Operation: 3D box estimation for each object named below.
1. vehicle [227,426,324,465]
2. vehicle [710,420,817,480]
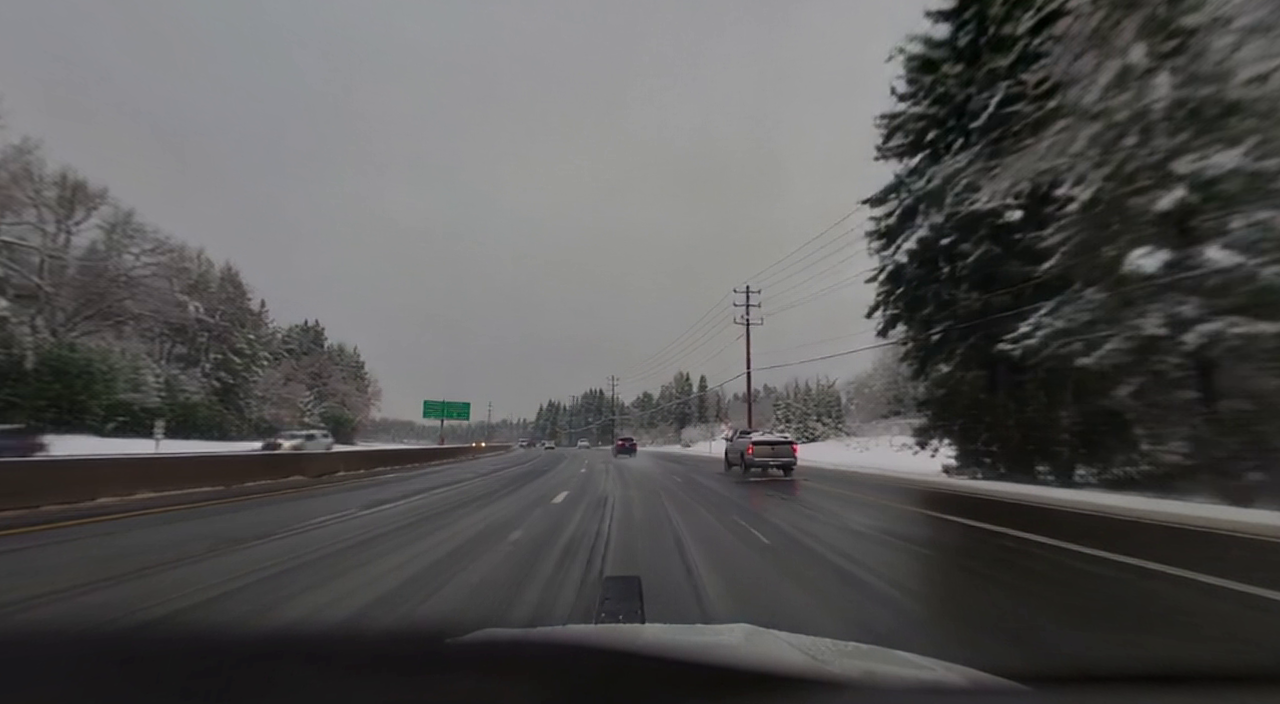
[{"bbox_3d":[-19.172,4.959,33.574,2.184,1.870,5.387,1,-8,-4],"label":"vehicle"},{"bbox_3d":[4.582,3.809,24.688,2.504,2.033,5.979,1,-8,-5],"label":"vehicle"}]
